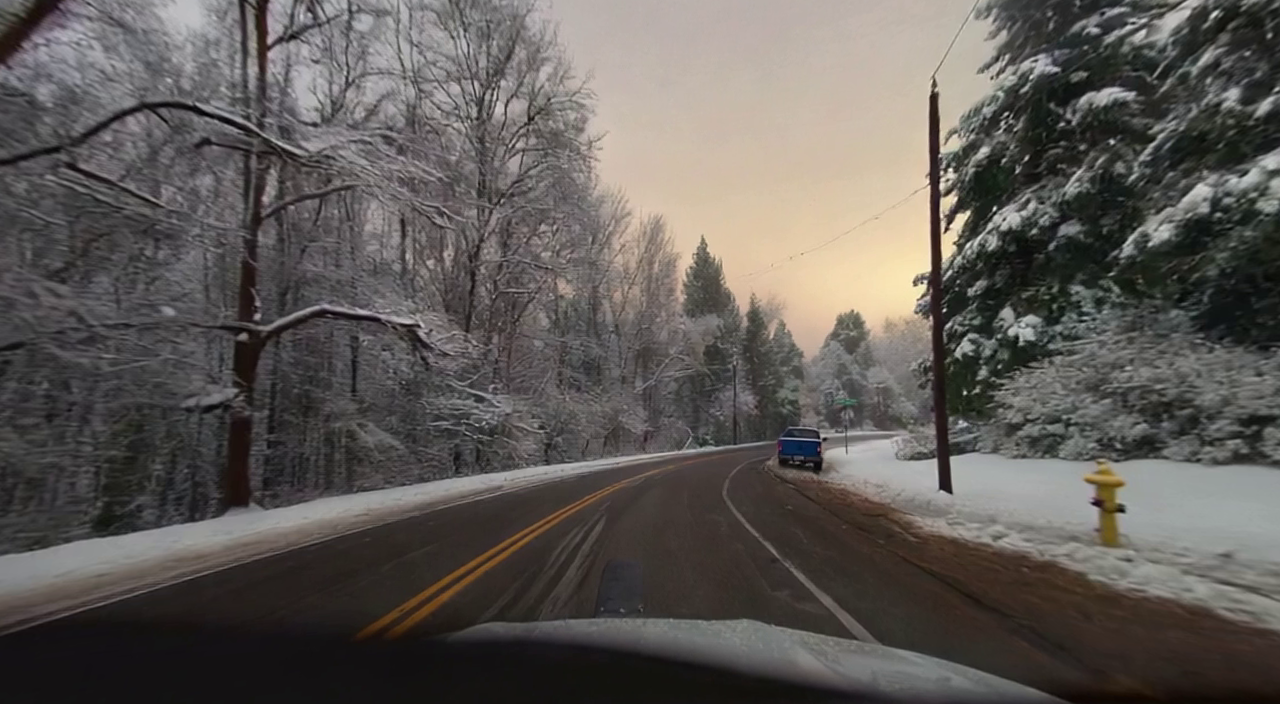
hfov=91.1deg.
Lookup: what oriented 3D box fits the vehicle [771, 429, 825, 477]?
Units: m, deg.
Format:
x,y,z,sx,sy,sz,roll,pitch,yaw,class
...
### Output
x,y,z,sx,sy,sz,roll,pitch,yaw,class
6.573,4.167,26.437,1.992,1.817,4.467,-1,-8,12,vehicle
